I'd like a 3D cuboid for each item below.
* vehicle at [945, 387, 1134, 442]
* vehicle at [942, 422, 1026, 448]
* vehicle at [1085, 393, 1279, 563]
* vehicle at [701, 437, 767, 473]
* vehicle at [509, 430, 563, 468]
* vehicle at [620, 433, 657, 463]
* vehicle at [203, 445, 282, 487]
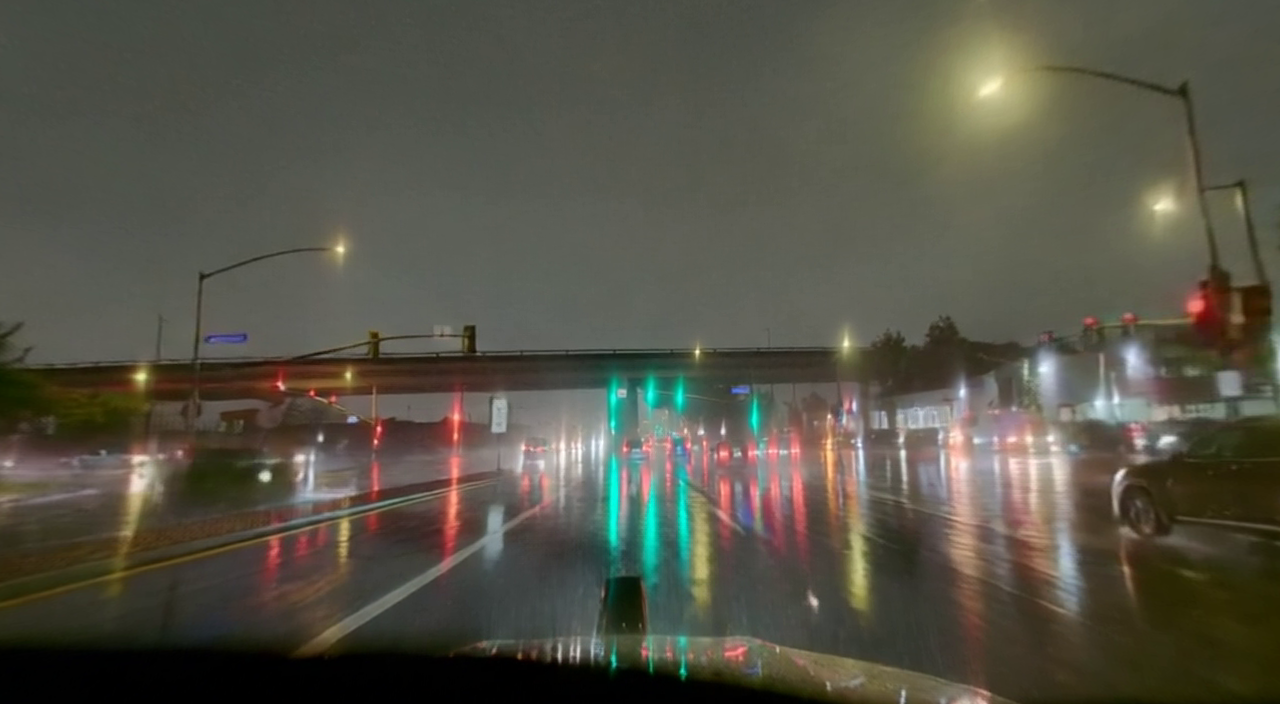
[{"bbox_3d":[29.610,4.816,47.223,11.347,3.908,3.080,-2,-8,14],"label":"vehicle"},{"bbox_3d":[24.485,5.950,44.877,4.835,1.536,1.984,-6,-10,14],"label":"vehicle"},{"bbox_3d":[7.251,1.307,6.687,1.964,1.647,4.114,0,-8,0],"label":"vehicle"},{"bbox_3d":[3.906,4.334,26.733,2.156,1.404,4.120,0,-8,0],"label":"vehicle"},{"bbox_3d":[-6.152,5.595,36.519,2.485,2.012,5.498,2,-8,-16],"label":"vehicle"},{"bbox_3d":[-0.120,5.928,38.958,2.172,1.694,4.055,0,-8,0],"label":"vehicle"},{"bbox_3d":[-17.366,4.946,27.662,2.073,1.607,4.669,3,-8,-23],"label":"vehicle"}]
